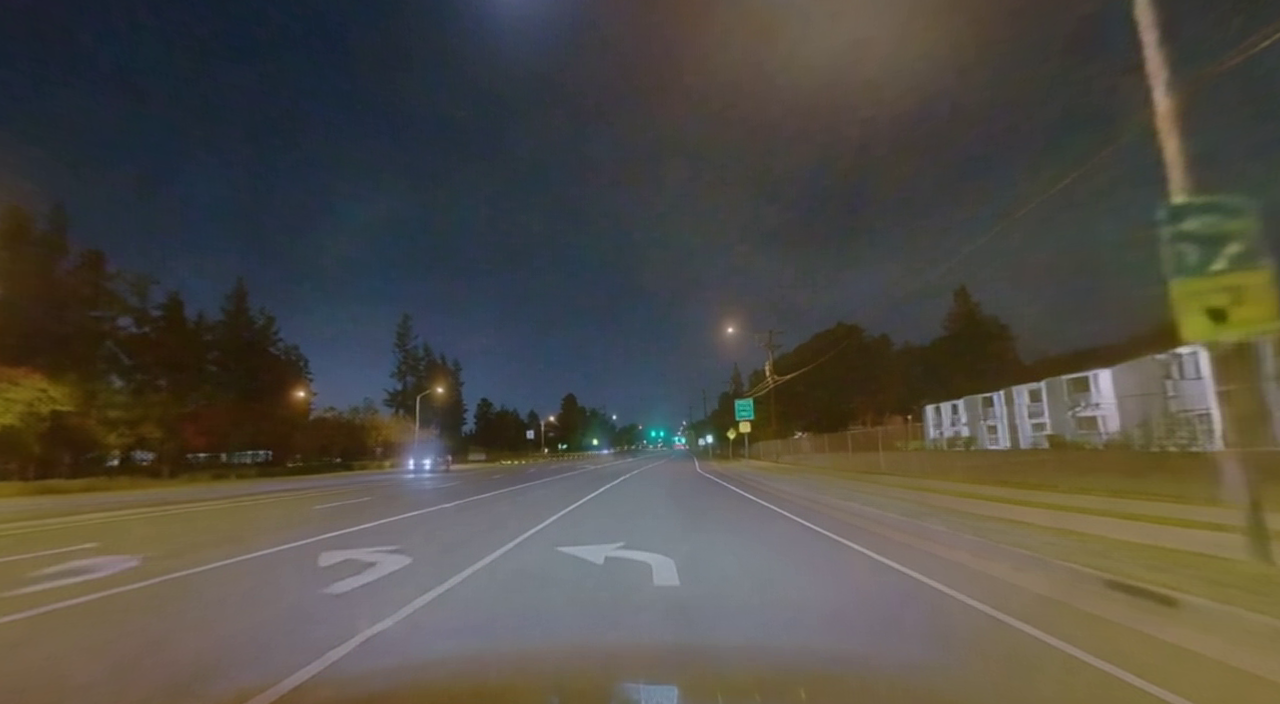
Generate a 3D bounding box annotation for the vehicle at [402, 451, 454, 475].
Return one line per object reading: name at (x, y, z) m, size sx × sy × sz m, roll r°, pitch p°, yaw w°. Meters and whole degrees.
vehicle at (-14.390, 7.519, 43.142) m, size 1.887 × 1.478 × 4.471 m, roll 0°, pitch -8°, yaw 1°
